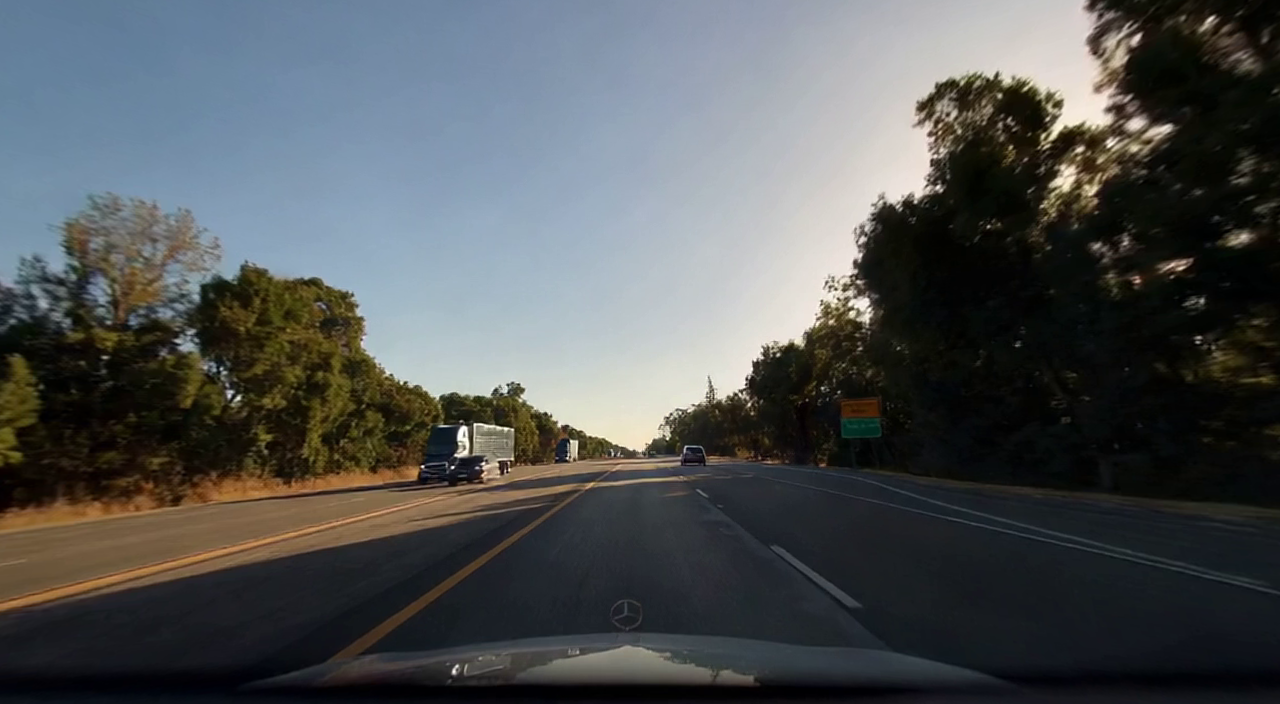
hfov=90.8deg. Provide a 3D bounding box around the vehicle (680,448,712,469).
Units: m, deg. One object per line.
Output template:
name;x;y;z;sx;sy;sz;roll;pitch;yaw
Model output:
vehicle;4.299;8.258;49.052;2.013;1.584;3.995;0;-9;-1

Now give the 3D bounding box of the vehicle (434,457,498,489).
vehicle;-8.946;6.234;32.829;1.962;1.485;4.627;0;-9;0

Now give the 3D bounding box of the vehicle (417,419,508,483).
vehicle;-13.196;7.641;48.740;2.895;4.132;14.189;0;-9;0
